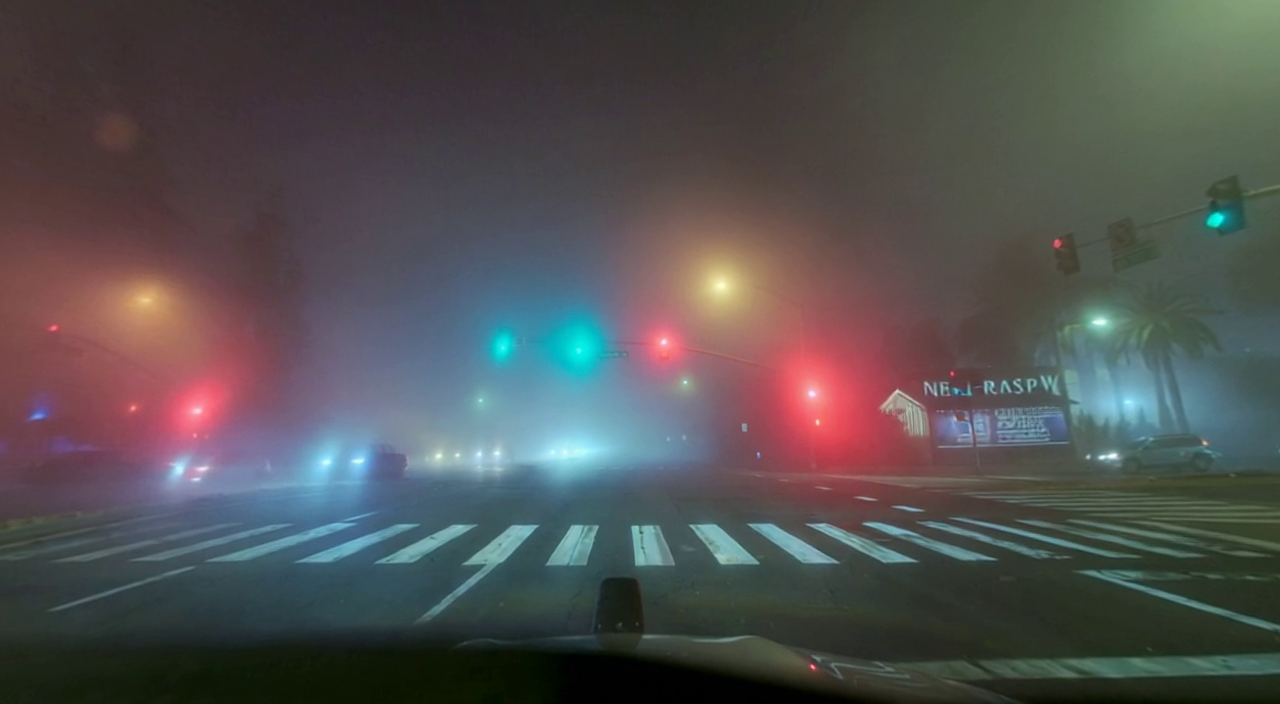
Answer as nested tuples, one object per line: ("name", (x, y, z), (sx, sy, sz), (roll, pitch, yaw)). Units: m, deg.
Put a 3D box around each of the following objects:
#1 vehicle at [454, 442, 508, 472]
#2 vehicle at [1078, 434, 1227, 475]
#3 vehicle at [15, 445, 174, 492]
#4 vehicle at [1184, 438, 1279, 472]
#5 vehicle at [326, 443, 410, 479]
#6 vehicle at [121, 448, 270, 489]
("vehicle", (-9.709, 6.438, 38.910), (2.074, 1.681, 4.417), (0, -9, 1))
("vehicle", (22.230, 4.466, 27.552), (4.533, 1.676, 2.236), (0, -9, -1))
("vehicle", (-21.333, 4.533, 25.028), (2.107, 1.642, 4.561), (0, -9, 2))
("vehicle", (27.387, 4.620, 28.383), (4.625, 1.451, 1.801), (1, -9, -9))
("vehicle", (-13.949, 5.607, 32.760), (2.074, 1.671, 4.755), (0, -9, 2))
("vehicle", (-17.581, 4.620, 25.425), (2.221, 1.449, 5.092), (0, -9, 1))
